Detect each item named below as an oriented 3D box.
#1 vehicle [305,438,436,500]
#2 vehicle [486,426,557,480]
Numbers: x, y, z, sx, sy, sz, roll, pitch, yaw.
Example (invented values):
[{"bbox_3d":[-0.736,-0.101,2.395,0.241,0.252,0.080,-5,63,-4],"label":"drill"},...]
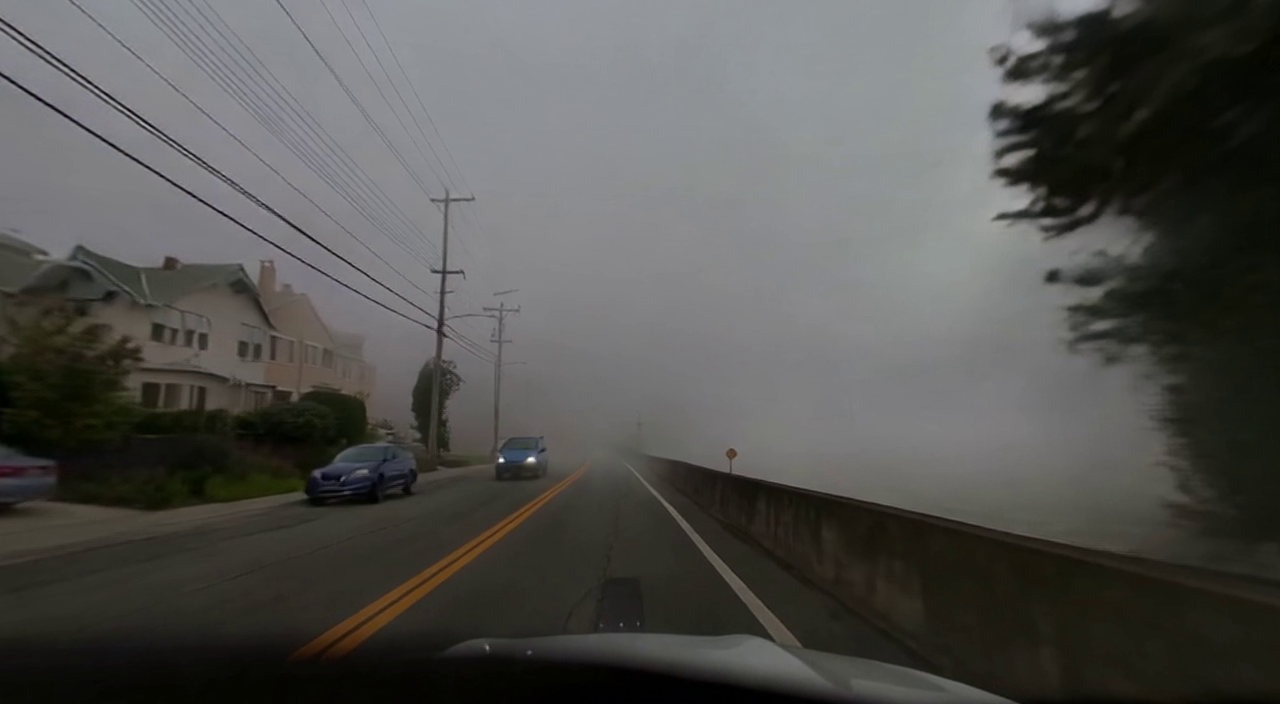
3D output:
[{"bbox_3d":[-7.570,3.312,18.377,1.863,1.522,4.901,0,-8,-3],"label":"vehicle"},{"bbox_3d":[-4.553,3.982,25.095,2.057,1.905,4.670,0,-8,-2],"label":"vehicle"}]
